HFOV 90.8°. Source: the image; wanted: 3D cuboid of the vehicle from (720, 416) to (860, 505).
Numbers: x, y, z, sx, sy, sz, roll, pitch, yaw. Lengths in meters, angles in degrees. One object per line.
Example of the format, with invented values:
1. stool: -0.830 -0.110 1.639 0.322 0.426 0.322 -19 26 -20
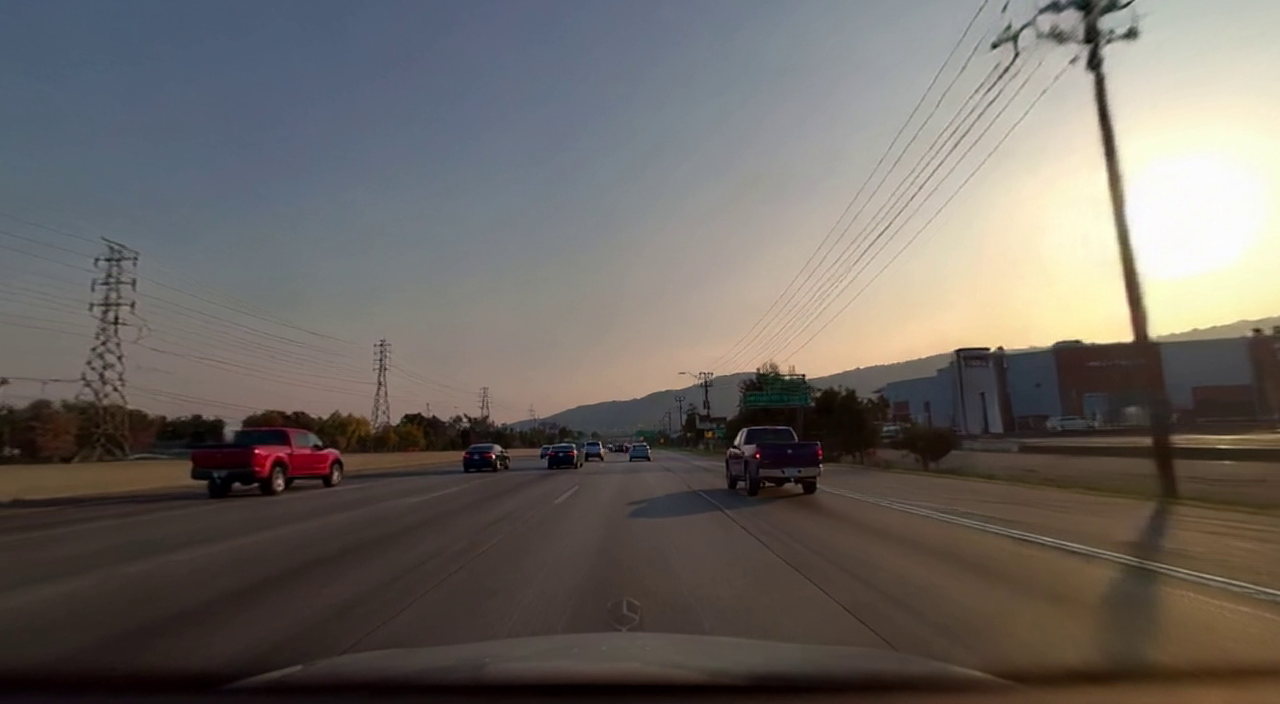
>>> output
1. vehicle: 3.617 2.739 16.426 2.231 1.919 5.086 0 -8 -2

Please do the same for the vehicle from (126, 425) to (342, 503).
1. vehicle: -11.242 3.147 18.301 2.317 1.881 5.903 0 -8 0

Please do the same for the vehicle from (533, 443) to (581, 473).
1. vehicle: -4.235 5.468 32.798 1.938 1.444 4.206 0 -8 -1

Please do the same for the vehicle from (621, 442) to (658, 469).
1. vehicle: -0.059 6.065 37.169 2.030 1.471 4.115 0 -8 -1

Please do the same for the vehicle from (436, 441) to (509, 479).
1. vehicle: -7.281 4.726 28.010 1.959 1.496 4.740 0 -8 0
